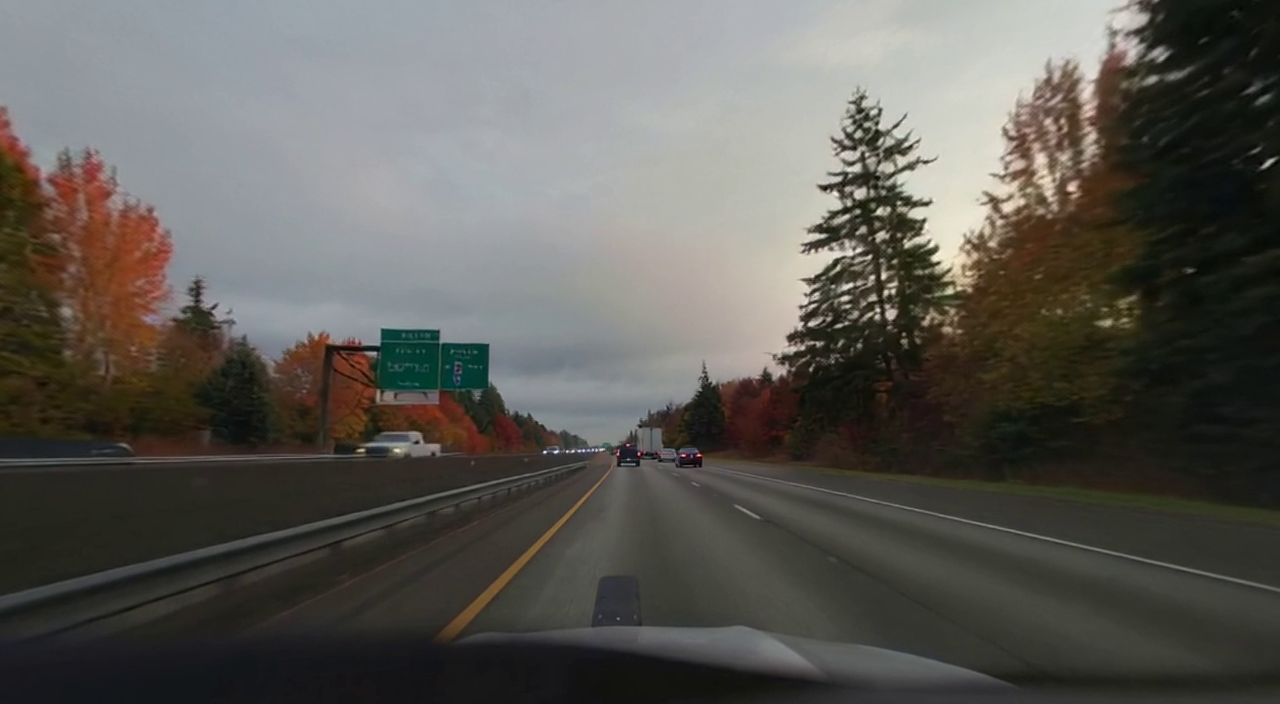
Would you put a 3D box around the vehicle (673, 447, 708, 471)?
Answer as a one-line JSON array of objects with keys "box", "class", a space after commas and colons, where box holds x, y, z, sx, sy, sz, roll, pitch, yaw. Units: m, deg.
[{"box": [3.373, 7.208, 42.516, 1.968, 1.513, 3.911, 0, -9, -2], "class": "vehicle"}]

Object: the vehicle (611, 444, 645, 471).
[{"box": [-0.788, 7.003, 41.922, 2.151, 1.693, 4.201, 0, -9, -1], "class": "vehicle"}]

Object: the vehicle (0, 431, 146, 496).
[{"box": [-44.594, 8.065, 45.693, 2.912, 4.269, 18.209, 0, -9, -2], "class": "vehicle"}]

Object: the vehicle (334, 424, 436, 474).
[{"box": [-8.884, 3.435, 22.252, 1.922, 1.561, 4.160, 0, -9, -1], "class": "vehicle"}]
